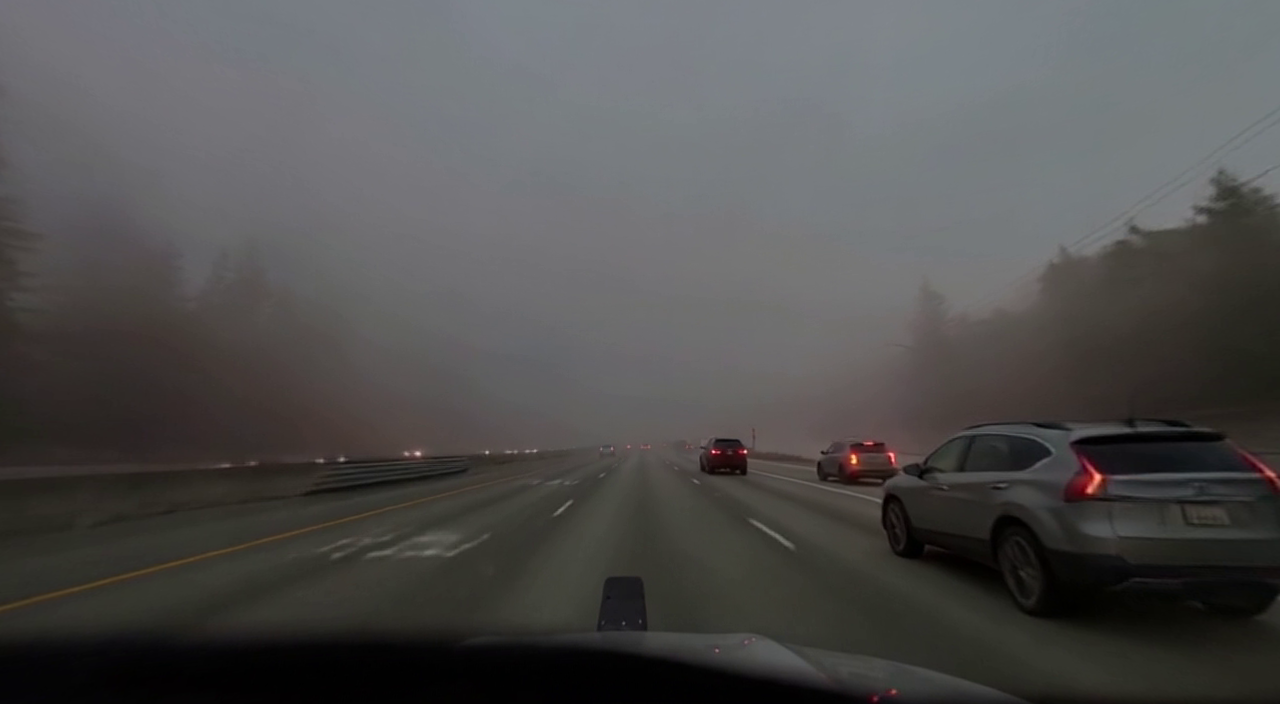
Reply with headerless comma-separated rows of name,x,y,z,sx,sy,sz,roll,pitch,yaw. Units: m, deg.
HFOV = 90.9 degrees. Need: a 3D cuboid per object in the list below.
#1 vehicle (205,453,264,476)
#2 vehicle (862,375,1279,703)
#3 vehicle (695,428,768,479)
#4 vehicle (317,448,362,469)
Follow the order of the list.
vehicle,-26.227,7.247,40.930,1.512,1.348,3.317,0,-8,3
vehicle,3.815,1.255,5.469,2.146,1.639,4.475,0,-8,0
vehicle,3.924,4.468,28.163,2.442,2.022,5.466,0,-8,0
vehicle,-22.251,7.887,46.851,1.588,1.423,3.497,0,-8,0
